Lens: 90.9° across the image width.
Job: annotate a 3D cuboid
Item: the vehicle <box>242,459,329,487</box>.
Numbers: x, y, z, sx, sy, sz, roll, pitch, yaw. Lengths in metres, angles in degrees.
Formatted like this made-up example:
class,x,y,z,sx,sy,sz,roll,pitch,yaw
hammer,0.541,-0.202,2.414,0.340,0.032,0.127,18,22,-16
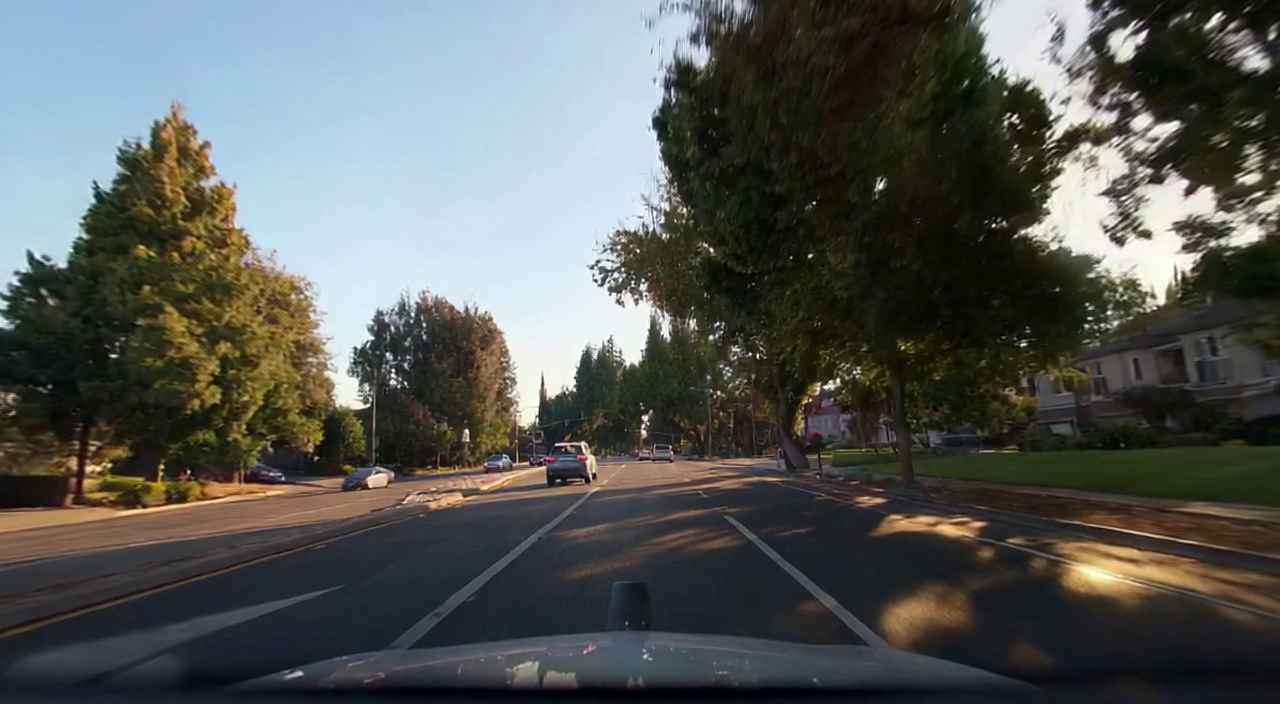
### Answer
class,x,y,z,sx,sy,sz,roll,pitch,yaw
vehicle,-24.599,8.414,43.865,4.824,1.766,1.967,0,-9,4

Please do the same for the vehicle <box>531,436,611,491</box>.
class,x,y,z,sx,sy,sz,roll,pitch,yaw
vehicle,-2.465,4.185,24.055,2.459,1.825,5.380,0,-8,0

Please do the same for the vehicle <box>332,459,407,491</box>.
class,x,y,z,sx,sy,sz,roll,pitch,yaw
vehicle,-14.761,6.727,34.760,1.981,1.503,4.796,0,-9,0
